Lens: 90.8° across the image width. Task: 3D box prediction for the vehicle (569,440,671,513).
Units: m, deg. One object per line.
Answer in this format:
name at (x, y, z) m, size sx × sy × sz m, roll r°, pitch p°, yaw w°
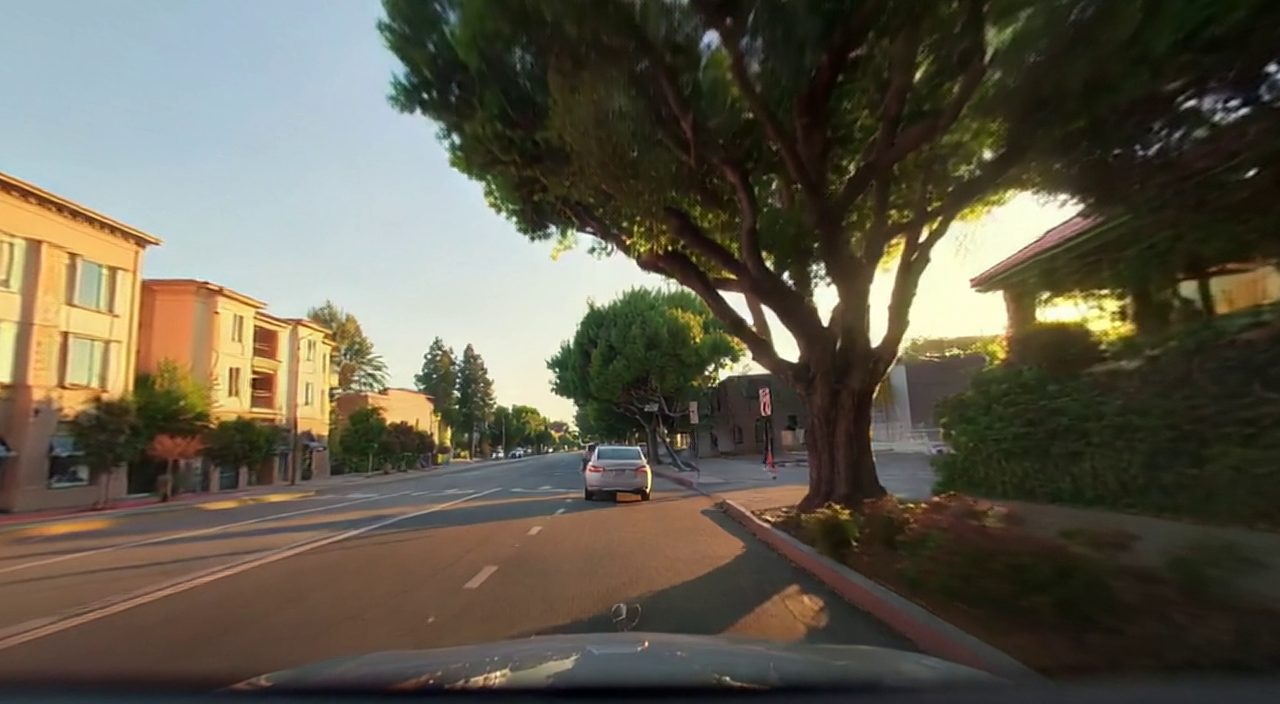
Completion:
vehicle at (-0.506, 2.924, 15.333) m, size 2.116 × 1.479 × 4.358 m, roll 0°, pitch -9°, yaw -2°
